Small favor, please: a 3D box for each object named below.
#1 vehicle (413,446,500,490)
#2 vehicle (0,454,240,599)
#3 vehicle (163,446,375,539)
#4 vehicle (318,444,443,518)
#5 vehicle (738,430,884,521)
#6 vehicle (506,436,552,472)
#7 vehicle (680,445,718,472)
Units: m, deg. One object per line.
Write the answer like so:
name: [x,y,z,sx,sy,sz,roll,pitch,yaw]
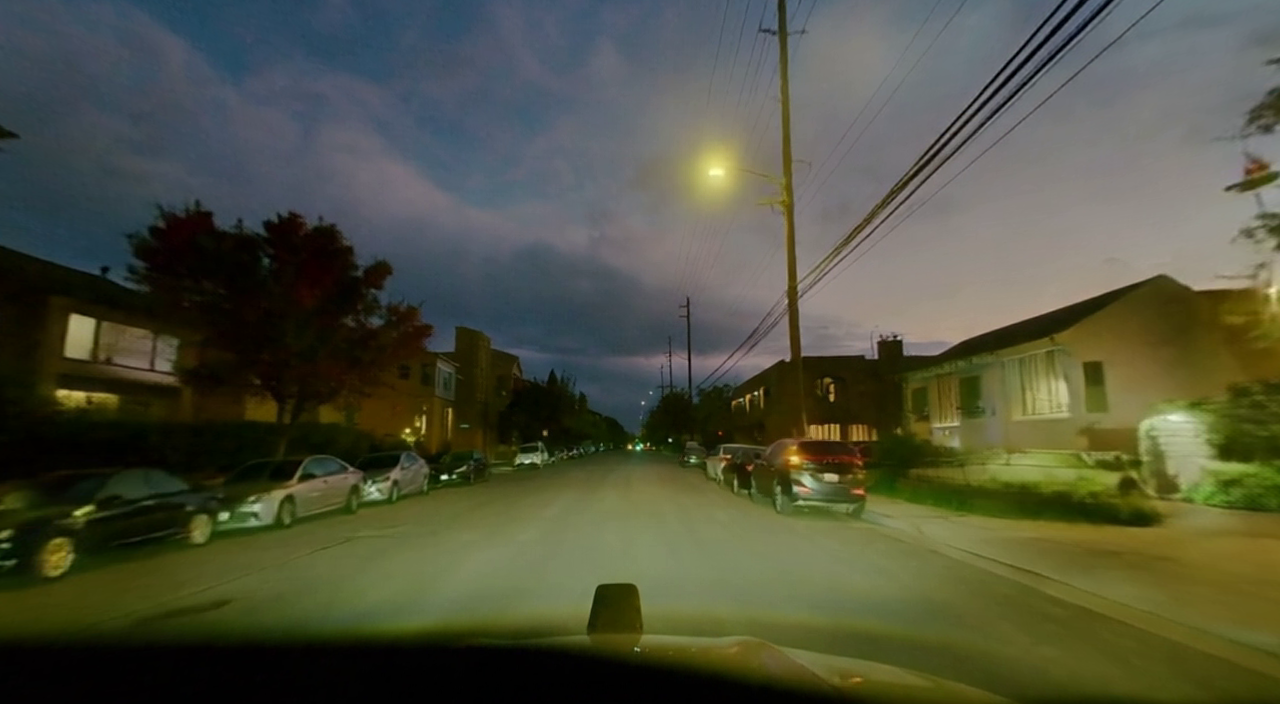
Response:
vehicle: [-7.490,4.759,26.337,2.145,1.488,4.646,-3,-8,1]
vehicle: [-7.610,2.170,8.601,1.873,1.437,4.068,-1,-9,-4]
vehicle: [-7.796,2.996,13.997,1.917,1.618,4.825,-1,-10,-2]
vehicle: [-7.660,3.774,19.219,1.981,1.651,4.683,-5,-6,-3]
vehicle: [3.621,2.702,14.381,2.095,1.694,4.592,0,-9,1]
vehicle: [-7.712,7.130,44.540,2.351,2.251,5.856,-2,-8,-2]
vehicle: [3.667,6.693,39.994,1.925,1.634,4.419,0,-8,0]
